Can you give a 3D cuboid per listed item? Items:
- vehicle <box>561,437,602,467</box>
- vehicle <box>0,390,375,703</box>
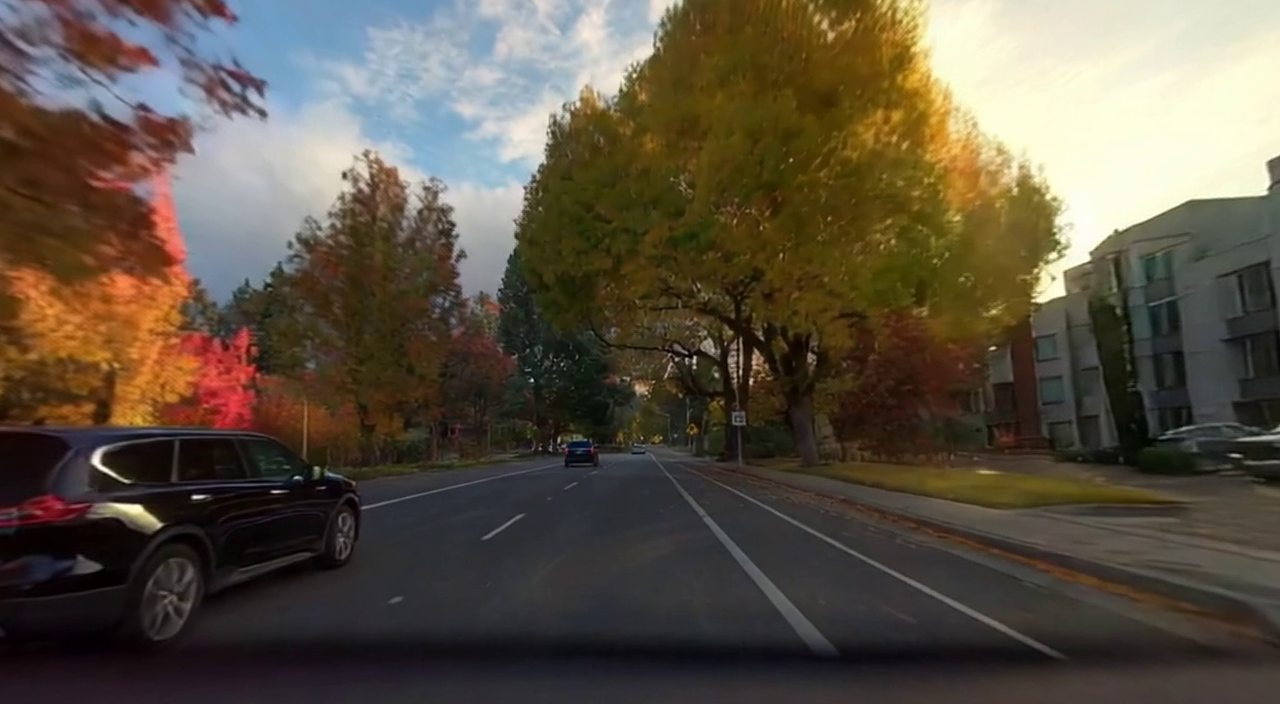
[{"bbox_3d":[-3.605,6.250,39.459,2.112,1.779,4.489,0,-9,0],"label":"vehicle"},{"bbox_3d":[-3.993,1.235,4.888,1.923,1.528,4.309,0,-9,1],"label":"vehicle"}]
